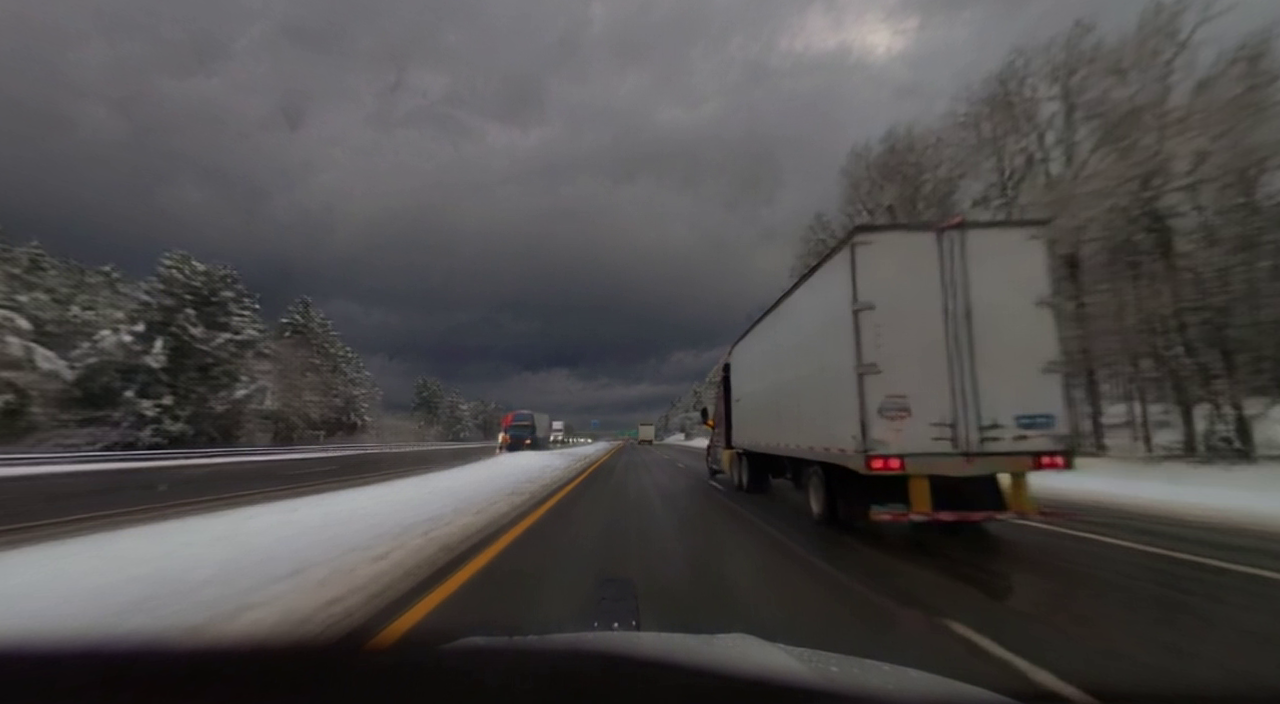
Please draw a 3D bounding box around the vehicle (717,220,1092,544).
[{"bbox_3d":[3.840,1.026,13.121,2.911,3.994,10.840,0,-8,-1],"label":"vehicle"}]
